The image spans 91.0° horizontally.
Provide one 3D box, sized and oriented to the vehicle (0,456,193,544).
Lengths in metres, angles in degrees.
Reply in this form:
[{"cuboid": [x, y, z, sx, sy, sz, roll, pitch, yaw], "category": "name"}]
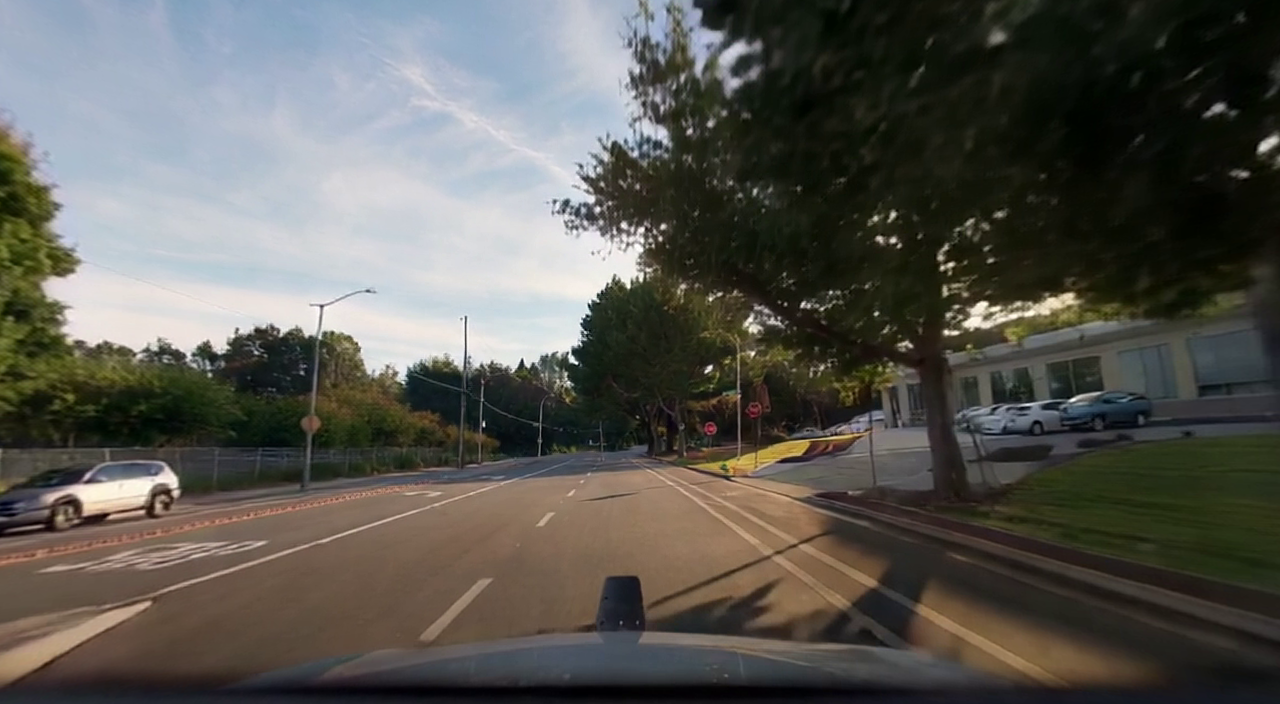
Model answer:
[{"cuboid": [-12.894, 3.347, 14.717, 1.952, 1.632, 4.200, -5, -9, -2], "category": "vehicle"}]
